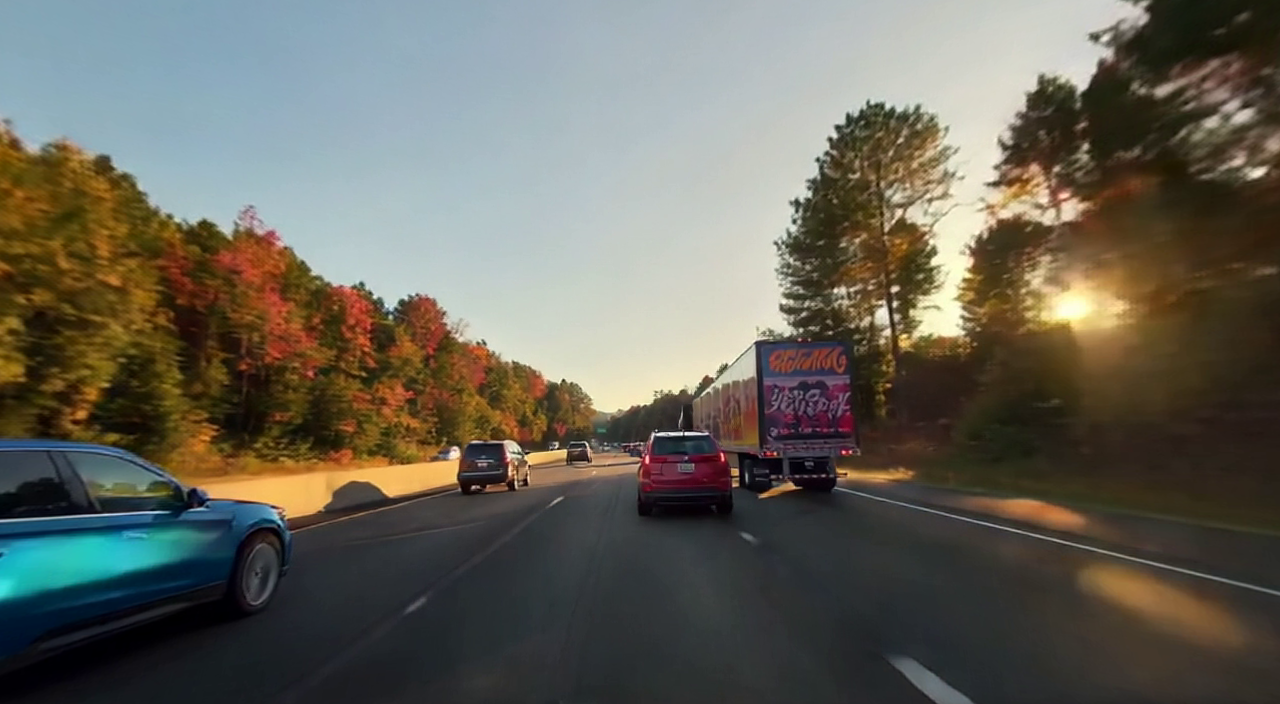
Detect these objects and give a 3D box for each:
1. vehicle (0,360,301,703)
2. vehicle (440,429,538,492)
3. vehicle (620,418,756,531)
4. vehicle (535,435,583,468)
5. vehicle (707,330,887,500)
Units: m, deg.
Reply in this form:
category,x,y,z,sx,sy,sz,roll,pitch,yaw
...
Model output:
category,x,y,z,sx,sy,sz,roll,pitch,yaw
vehicle,-4.051,0.931,3.349,1.983,1.666,4.452,0,-8,0
vehicle,-4.262,3.122,18.424,1.905,1.642,3.803,0,-8,0
vehicle,0.675,2.072,11.196,2.017,1.662,3.543,0,-8,-1
vehicle,-4.456,5.540,35.271,2.014,1.683,4.275,0,-8,1
vehicle,4.514,2.498,22.291,2.828,4.081,14.220,0,-8,0
